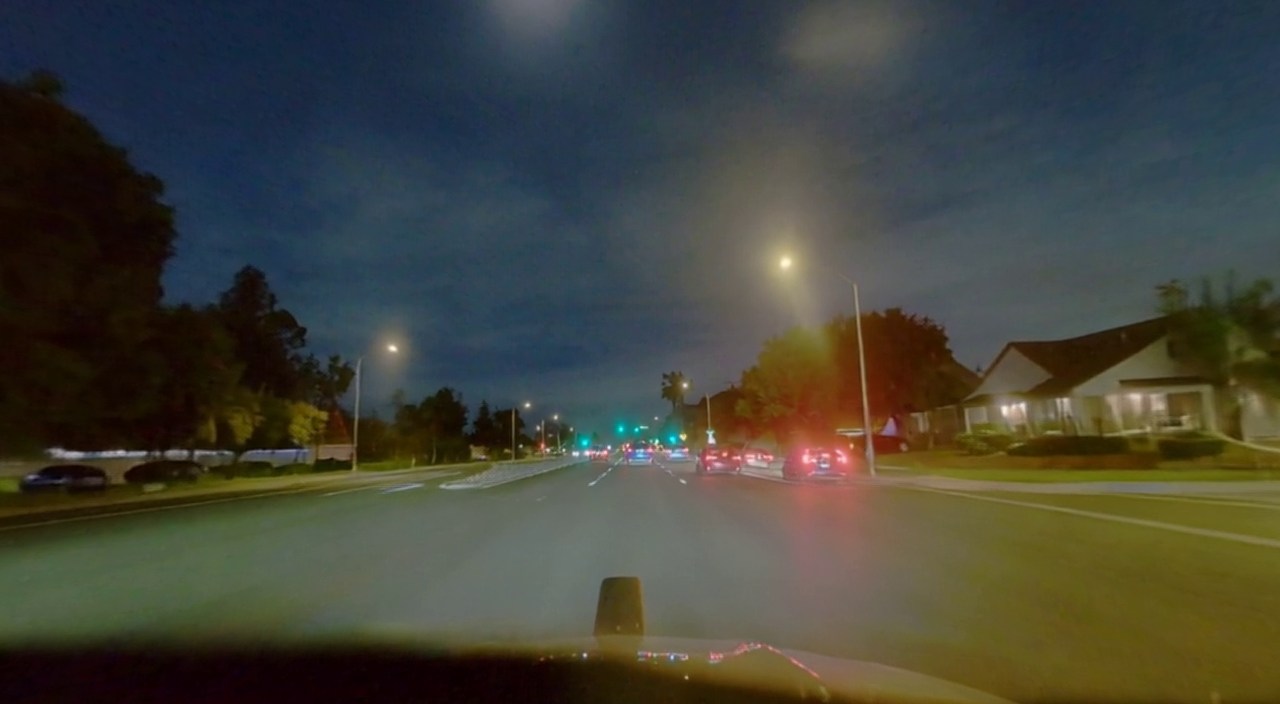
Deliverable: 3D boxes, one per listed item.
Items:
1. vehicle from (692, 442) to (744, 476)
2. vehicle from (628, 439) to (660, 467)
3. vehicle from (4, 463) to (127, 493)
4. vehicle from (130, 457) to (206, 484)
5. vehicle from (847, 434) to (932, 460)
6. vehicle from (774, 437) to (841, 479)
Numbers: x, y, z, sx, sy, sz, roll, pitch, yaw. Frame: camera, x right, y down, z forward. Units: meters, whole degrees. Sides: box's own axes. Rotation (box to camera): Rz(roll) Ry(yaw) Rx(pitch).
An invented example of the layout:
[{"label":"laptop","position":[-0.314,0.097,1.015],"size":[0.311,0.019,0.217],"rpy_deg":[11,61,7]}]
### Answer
[{"label":"vehicle","position":[3.530,4.899,29.227],"size":[1.830,1.451,4.009],"rpy_deg":[0,-8,-1]},{"label":"vehicle","position":[0.192,6.757,42.475],"size":[2.043,1.734,4.253],"rpy_deg":[0,-8,-1]},{"label":"vehicle","position":[-29.771,6.515,32.822],"size":[4.450,1.421,1.932],"rpy_deg":[0,-8,0]},{"label":"vehicle","position":[-29.971,7.514,40.269],"size":[1.806,1.476,3.985],"rpy_deg":[0,-8,-2]},{"label":"vehicle","position":[15.488,5.921,39.383],"size":[4.491,1.593,1.884],"rpy_deg":[-1,-8,3]},{"label":"vehicle","position":[7.685,4.892,29.418],"size":[1.933,1.759,3.900],"rpy_deg":[0,-8,-2]}]
